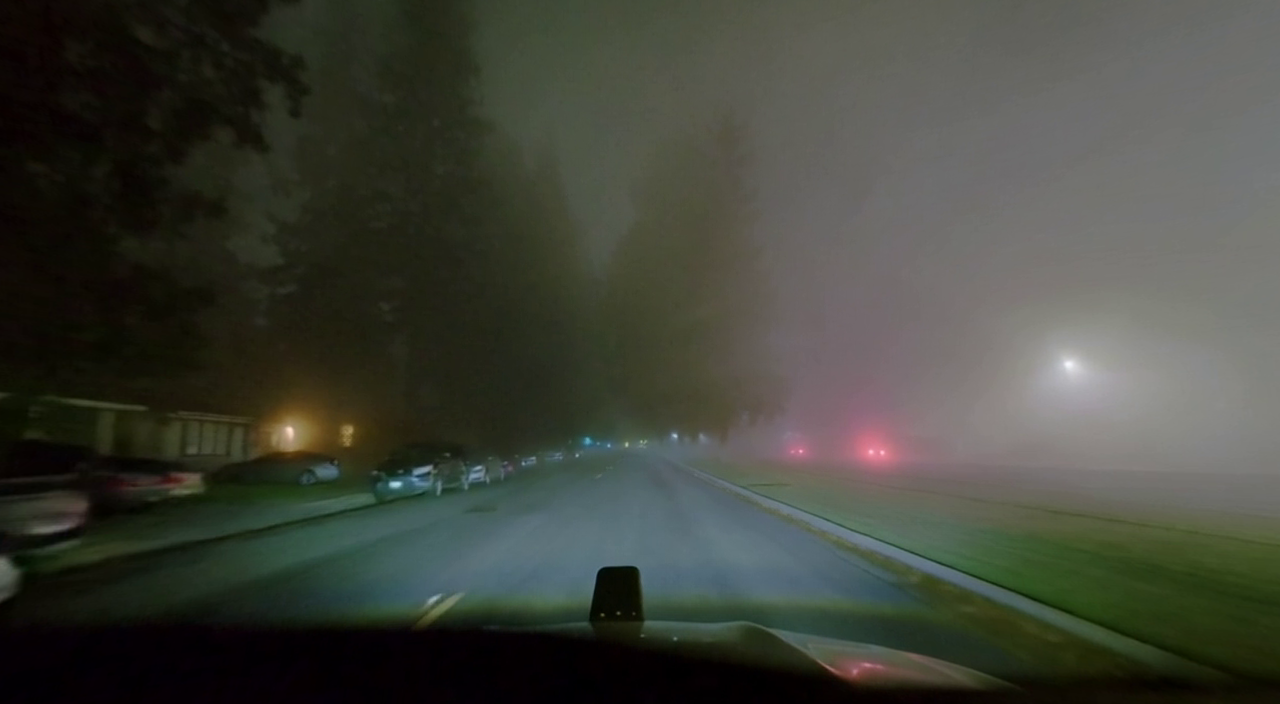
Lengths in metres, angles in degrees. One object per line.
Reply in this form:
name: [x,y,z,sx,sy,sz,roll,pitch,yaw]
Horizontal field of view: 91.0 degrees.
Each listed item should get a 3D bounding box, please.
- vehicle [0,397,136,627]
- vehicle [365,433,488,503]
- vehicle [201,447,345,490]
vehicle: [-6.467,1.107,3.753,2.350,1.892,5.542,1,-8,-1]
vehicle: [-6.544,3.604,20.065,2.020,1.842,5.116,1,-8,1]
vehicle: [-14.019,4.449,24.264,4.189,1.450,2.196,-1,-9,0]
